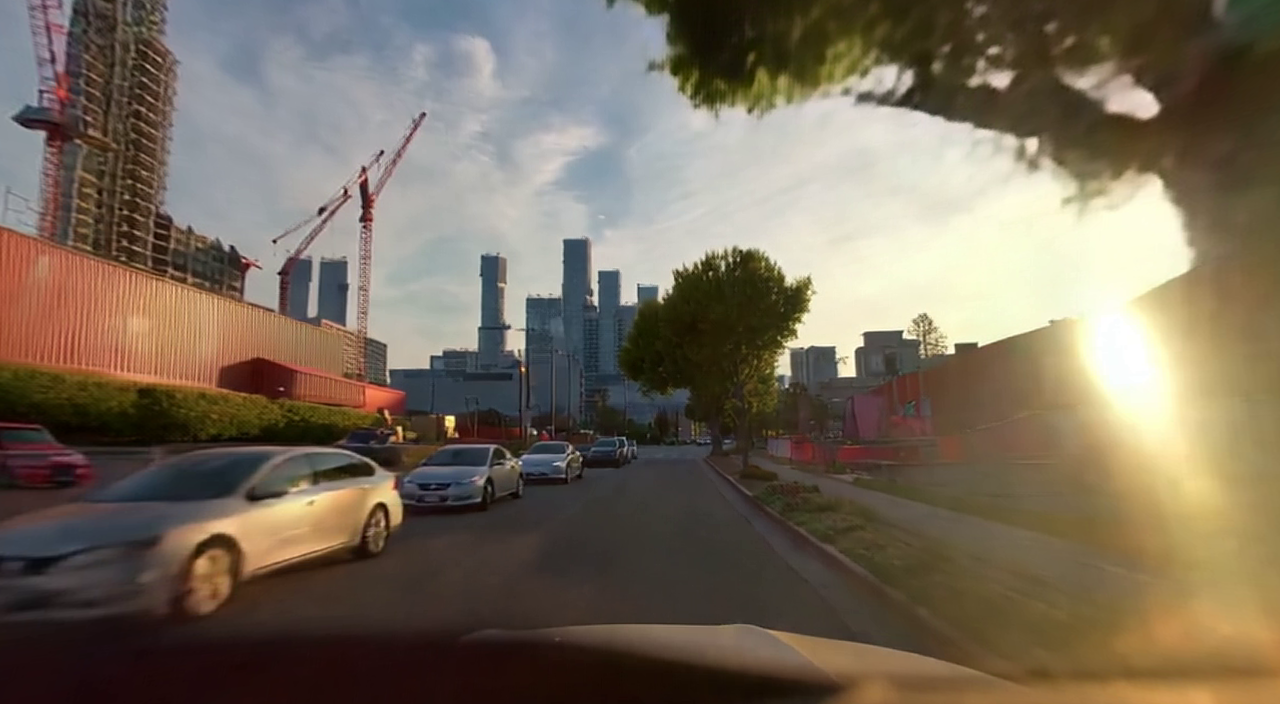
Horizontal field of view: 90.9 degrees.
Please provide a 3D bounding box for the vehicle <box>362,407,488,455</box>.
[{"bbox_3d":[-11.654,4.346,34.362,6.039,2.449,2.273,-2,-8,10],"label":"vehicle"}]

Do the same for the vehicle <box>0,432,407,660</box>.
[{"bbox_3d":[-4.025,1.527,6.108,1.806,1.451,3.878,-1,-8,4],"label":"vehicle"}]

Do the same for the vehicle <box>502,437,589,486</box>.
[{"bbox_3d":[-3.021,3.585,21.065,1.948,1.460,4.394,-1,-8,4],"label":"vehicle"}]

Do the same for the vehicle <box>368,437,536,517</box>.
[{"bbox_3d":[-3.746,2.544,13.528,1.996,1.411,4.370,-1,-8,4],"label":"vehicle"}]
